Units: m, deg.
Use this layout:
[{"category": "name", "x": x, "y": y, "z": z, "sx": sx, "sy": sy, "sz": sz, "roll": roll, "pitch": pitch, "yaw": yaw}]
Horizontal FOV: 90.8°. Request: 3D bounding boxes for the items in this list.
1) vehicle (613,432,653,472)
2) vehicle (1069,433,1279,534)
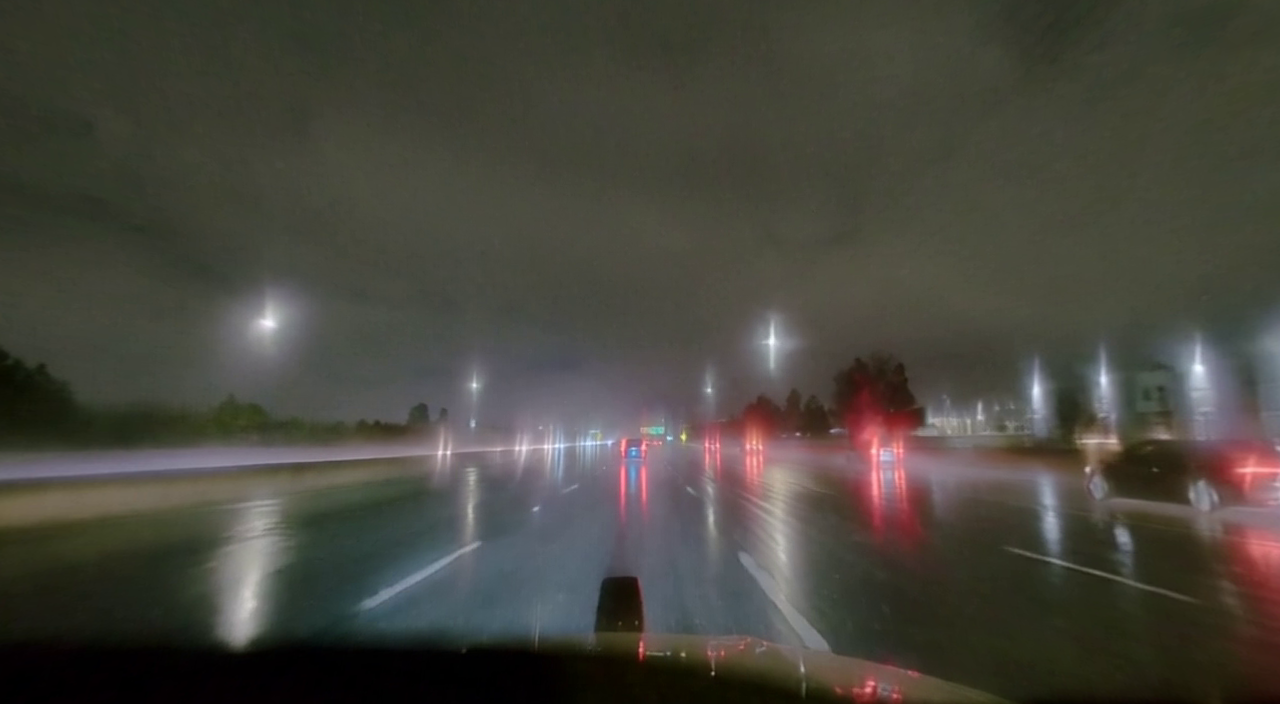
[{"category": "vehicle", "x": -0.282, "y": 5.024, "z": 31.889, "sx": 1.893, "sy": 1.827, "sz": 4.513, "roll": 0, "pitch": -8, "yaw": 1}, {"category": "vehicle", "x": 10.154, "y": 2.206, "z": 11.199, "sx": 1.900, "sy": 1.432, "sz": 4.519, "roll": 0, "pitch": -8, "yaw": 0}]
